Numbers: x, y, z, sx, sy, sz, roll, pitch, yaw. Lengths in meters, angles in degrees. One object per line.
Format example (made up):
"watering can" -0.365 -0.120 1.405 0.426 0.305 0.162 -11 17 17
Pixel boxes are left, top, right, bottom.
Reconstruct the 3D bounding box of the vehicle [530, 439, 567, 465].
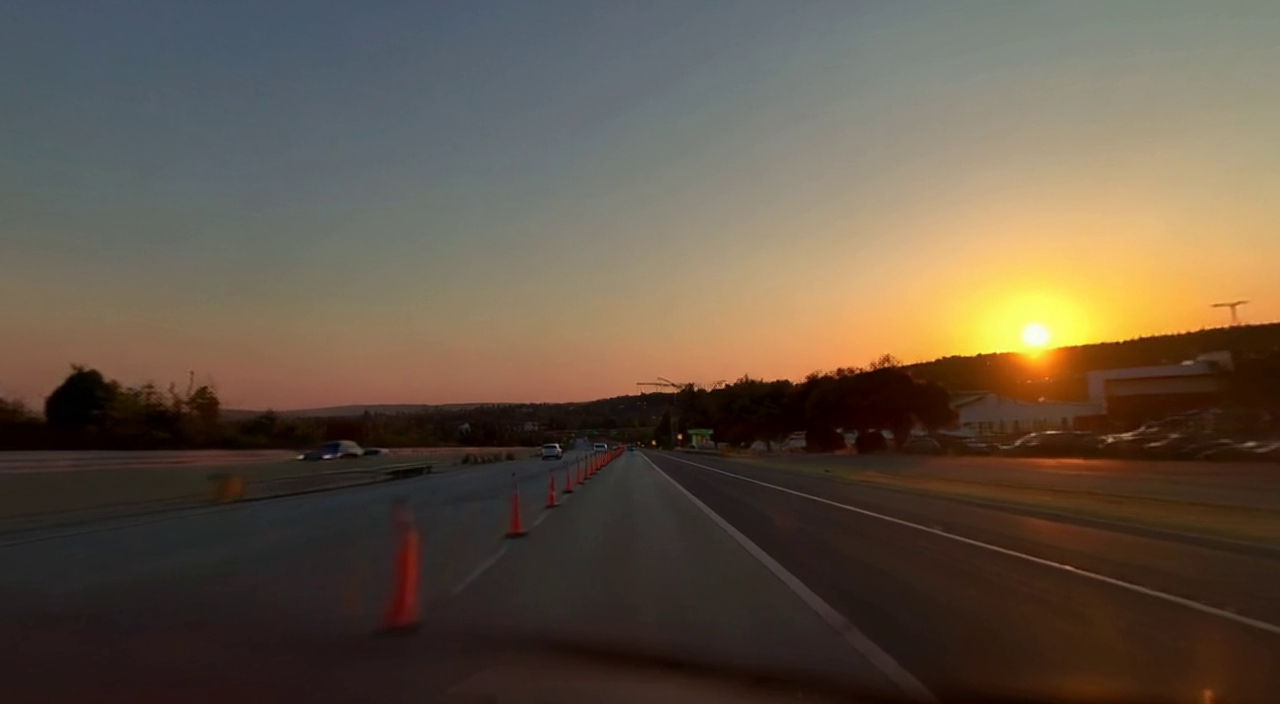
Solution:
"vehicle" -6.583 7.267 45.800 2.036 1.758 4.529 0 -9 0
